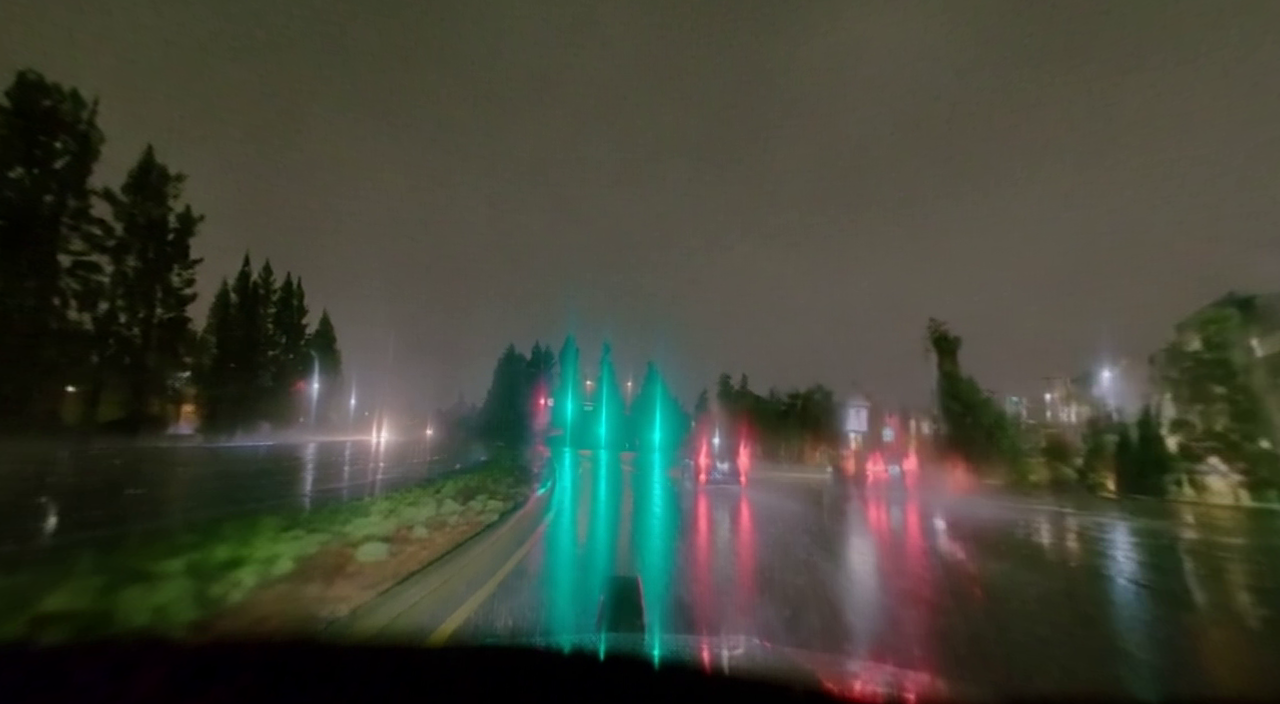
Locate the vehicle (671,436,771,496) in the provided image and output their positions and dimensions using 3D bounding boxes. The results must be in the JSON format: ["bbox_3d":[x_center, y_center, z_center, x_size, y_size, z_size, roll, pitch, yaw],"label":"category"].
[{"bbox_3d":[2.381,3.513,19.928,2.122,1.646,4.525,1,-8,-6],"label":"vehicle"}]

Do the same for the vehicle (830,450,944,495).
[{"bbox_3d":[8.975,4.389,23.505,1.940,1.460,4.652,1,-8,-7],"label":"vehicle"}]
